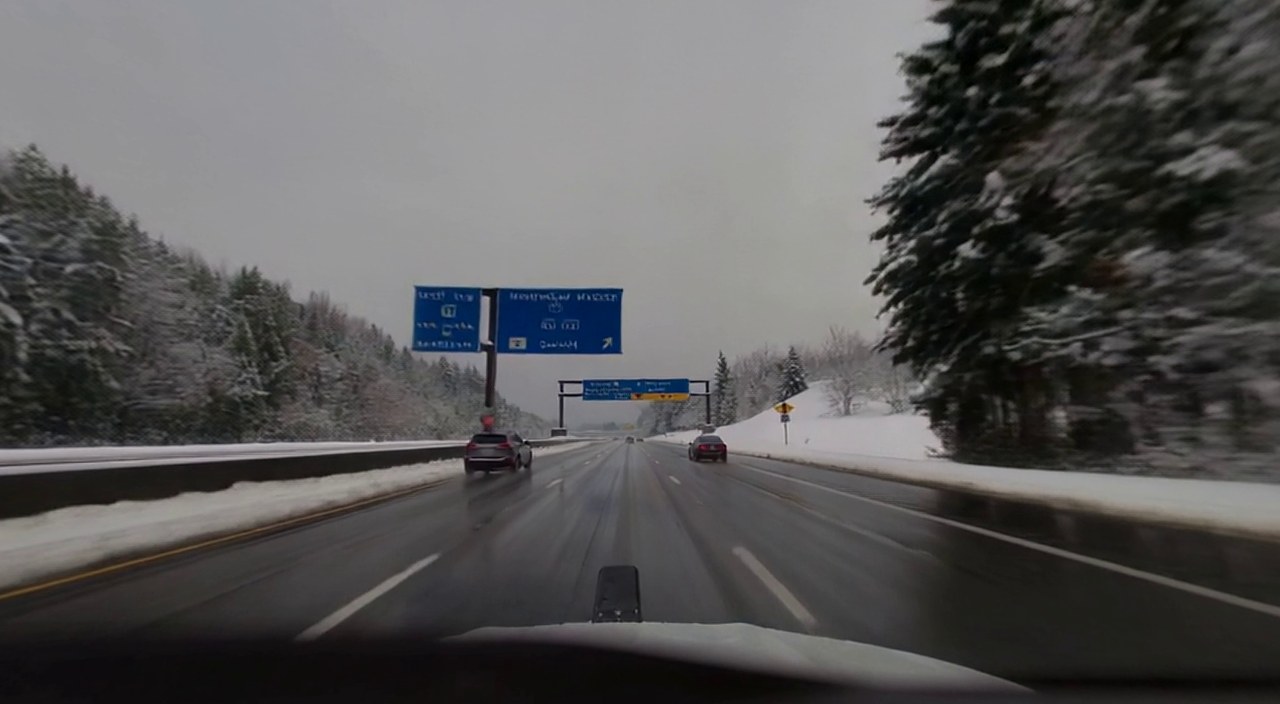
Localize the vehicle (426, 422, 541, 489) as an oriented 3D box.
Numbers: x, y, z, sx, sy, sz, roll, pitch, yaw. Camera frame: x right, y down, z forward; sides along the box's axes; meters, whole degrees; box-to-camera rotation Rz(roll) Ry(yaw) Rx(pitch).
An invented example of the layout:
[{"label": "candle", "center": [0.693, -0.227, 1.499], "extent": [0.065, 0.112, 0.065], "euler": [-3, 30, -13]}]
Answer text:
[{"label": "vehicle", "center": [-4.238, 2.860, 17.813], "extent": [2.219, 1.660, 4.153], "euler": [0, -8, -1]}]

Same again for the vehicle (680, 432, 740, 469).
[{"label": "vehicle", "center": [3.048, 4.381, 28.401], "extent": [2.077, 1.523, 4.539], "euler": [0, -8, -2]}]
